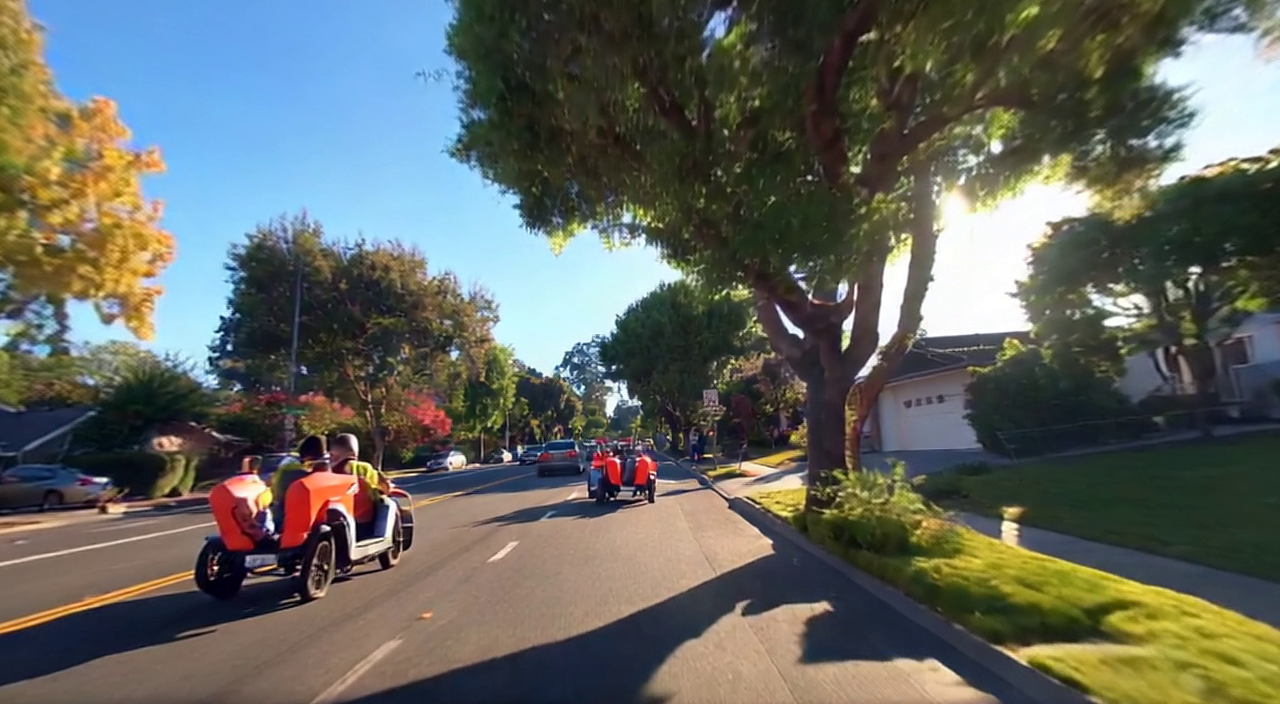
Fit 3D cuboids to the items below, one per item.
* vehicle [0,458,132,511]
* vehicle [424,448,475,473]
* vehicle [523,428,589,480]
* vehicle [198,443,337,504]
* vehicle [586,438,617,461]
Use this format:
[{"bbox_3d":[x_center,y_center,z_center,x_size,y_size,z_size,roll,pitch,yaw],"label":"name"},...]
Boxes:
[{"bbox_3d":[-18.855,4.042,19.347,4.635,1.487,1.969,0,-8,-1],"label":"vehicle"},{"bbox_3d":[-12.193,6.951,40.518,1.887,1.469,4.691,0,-9,-1],"label":"vehicle"},{"bbox_3d":[-3.134,3.911,24.291,1.908,1.809,4.230,-1,-8,1],"label":"vehicle"},{"bbox_3d":[-12.367,4.010,21.301,1.928,1.800,4.632,0,-8,-1],"label":"vehicle"},{"bbox_3d":[-2.834,7.236,46.781,2.007,1.615,3.758,-1,-8,1],"label":"vehicle"}]
